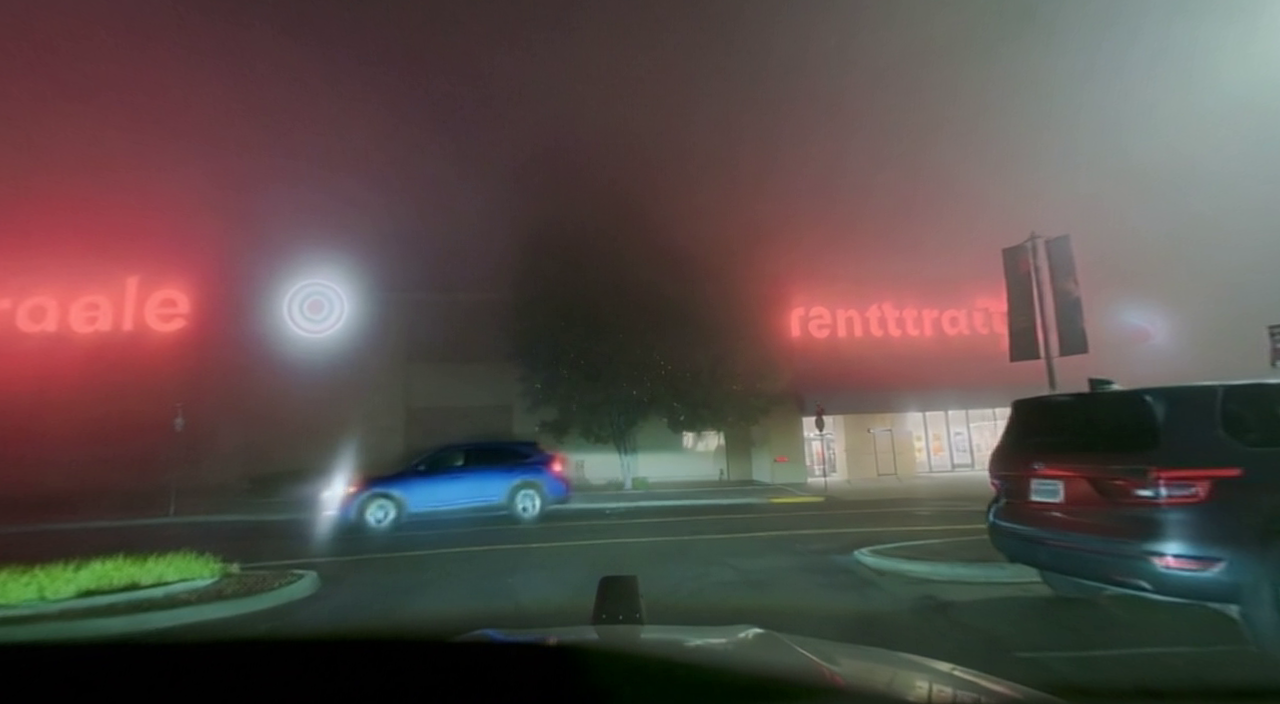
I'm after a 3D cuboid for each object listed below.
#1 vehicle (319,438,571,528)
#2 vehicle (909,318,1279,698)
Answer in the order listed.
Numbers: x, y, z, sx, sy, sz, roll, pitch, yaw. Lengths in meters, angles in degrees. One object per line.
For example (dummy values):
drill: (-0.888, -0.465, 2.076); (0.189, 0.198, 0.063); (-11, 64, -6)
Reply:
vehicle: (-4.050, 2.835, 14.034); (4.957, 1.788, 2.092); (1, -9, -6)
vehicle: (5.003, 0.981, 4.686); (4.864, 1.916, 2.413); (1, -9, -5)
